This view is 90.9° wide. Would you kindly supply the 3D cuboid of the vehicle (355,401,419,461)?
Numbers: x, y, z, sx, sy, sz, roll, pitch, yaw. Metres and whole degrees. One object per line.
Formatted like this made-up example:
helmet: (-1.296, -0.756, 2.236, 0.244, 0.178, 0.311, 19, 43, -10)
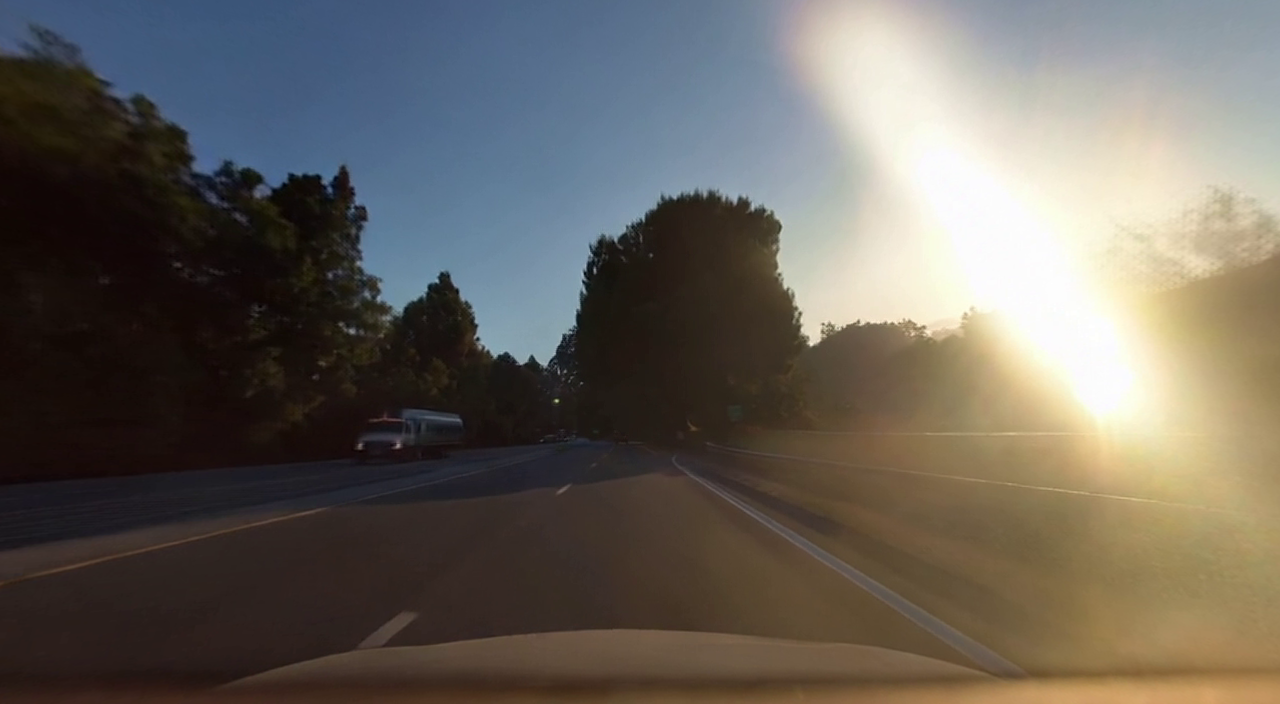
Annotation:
vehicle: (-17.627, 5.553, 44.156, 2.997, 4.001, 3.458, 0, -8, -2)
